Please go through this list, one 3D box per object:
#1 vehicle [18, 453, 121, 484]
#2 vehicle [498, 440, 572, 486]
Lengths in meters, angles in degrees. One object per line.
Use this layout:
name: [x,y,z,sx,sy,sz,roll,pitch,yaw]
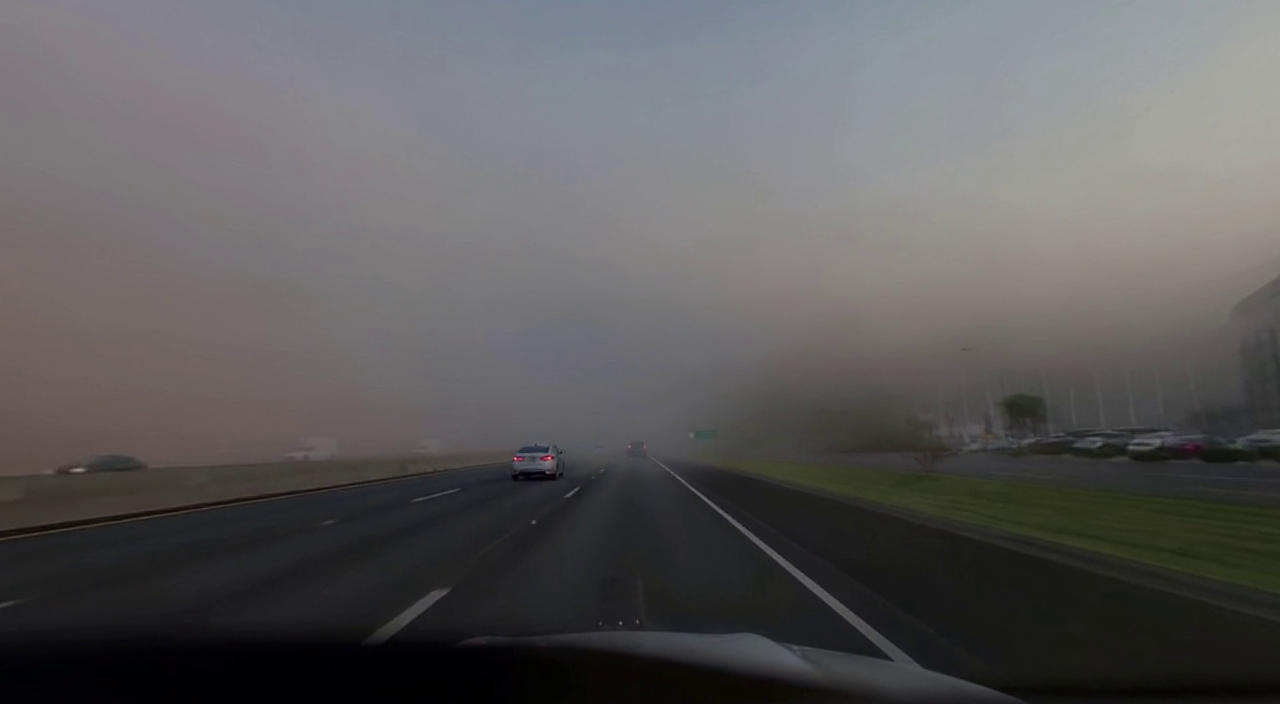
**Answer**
vehicle: [-32.199,6.551,35.833,1.797,1.616,4.252,0,-9,0]
vehicle: [-3.609,3.887,22.435,1.920,1.463,4.134,0,-8,0]
